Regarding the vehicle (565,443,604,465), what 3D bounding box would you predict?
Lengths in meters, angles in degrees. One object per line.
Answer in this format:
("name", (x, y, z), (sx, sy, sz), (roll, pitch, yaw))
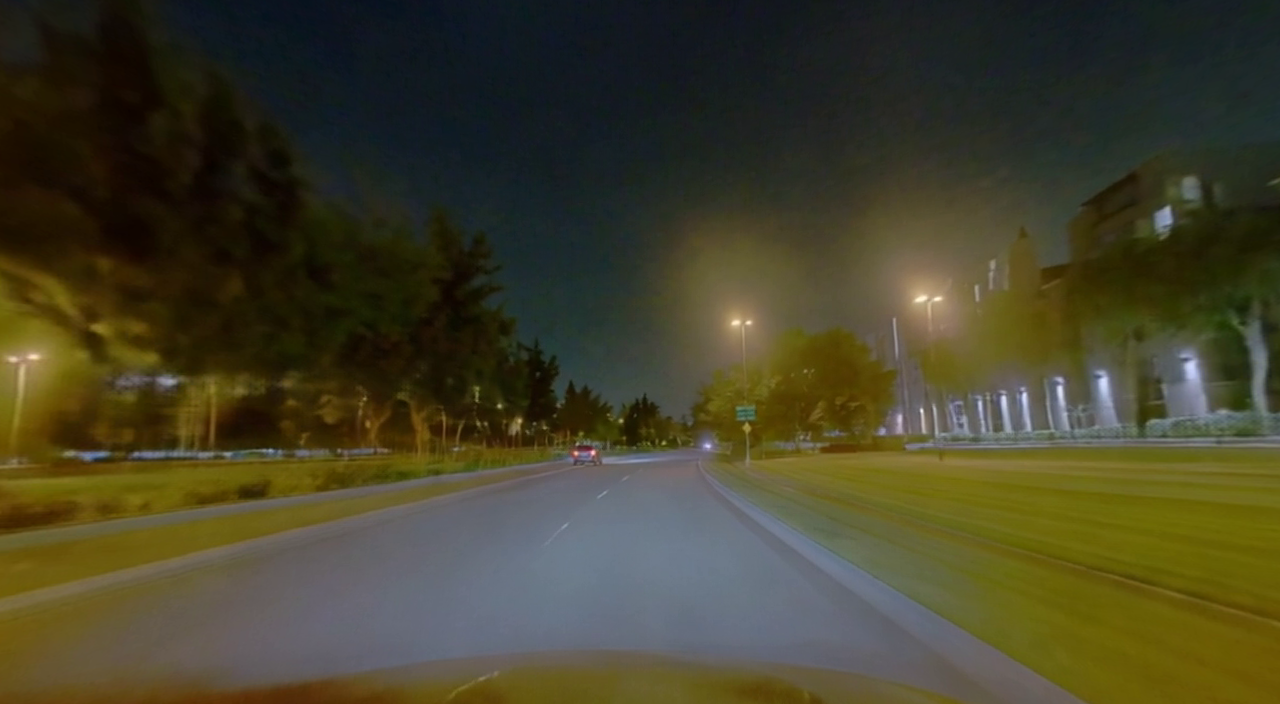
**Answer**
("vehicle", (-3.908, 7.285, 45.156), (1.945, 1.461, 4.605), (-1, -8, 6))
